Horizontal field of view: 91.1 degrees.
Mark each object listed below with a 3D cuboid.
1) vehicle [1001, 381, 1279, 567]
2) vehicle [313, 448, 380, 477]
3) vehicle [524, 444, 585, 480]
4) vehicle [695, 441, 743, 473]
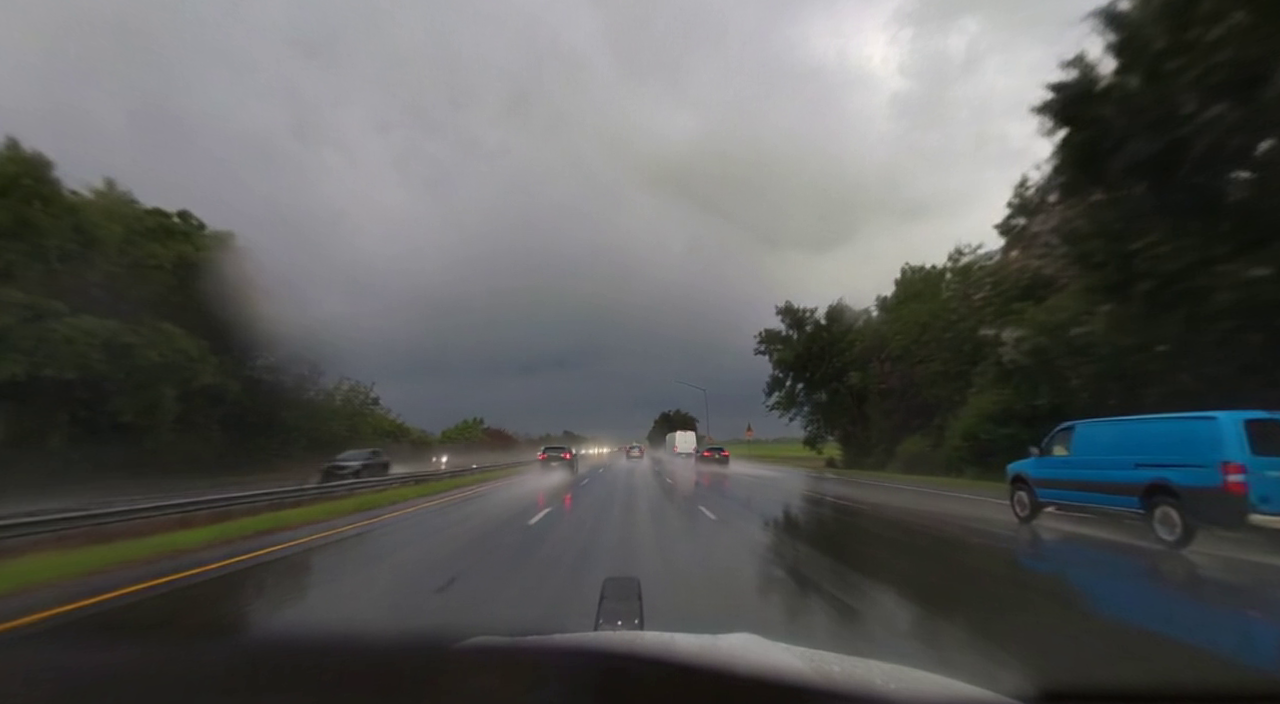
[{"bbox_3d":[7.746,1.636,8.957,2.133,1.933,4.986,0,-9,-1],"label":"vehicle"},{"bbox_3d":[-15.210,5.707,32.759,1.834,1.406,3.539,0,-9,-2],"label":"vehicle"},{"bbox_3d":[-3.831,5.030,29.030,2.160,1.530,4.500,0,-9,0],"label":"vehicle"},{"bbox_3d":[4.347,5.882,35.346,2.069,1.625,4.832,0,-9,0],"label":"vehicle"}]
